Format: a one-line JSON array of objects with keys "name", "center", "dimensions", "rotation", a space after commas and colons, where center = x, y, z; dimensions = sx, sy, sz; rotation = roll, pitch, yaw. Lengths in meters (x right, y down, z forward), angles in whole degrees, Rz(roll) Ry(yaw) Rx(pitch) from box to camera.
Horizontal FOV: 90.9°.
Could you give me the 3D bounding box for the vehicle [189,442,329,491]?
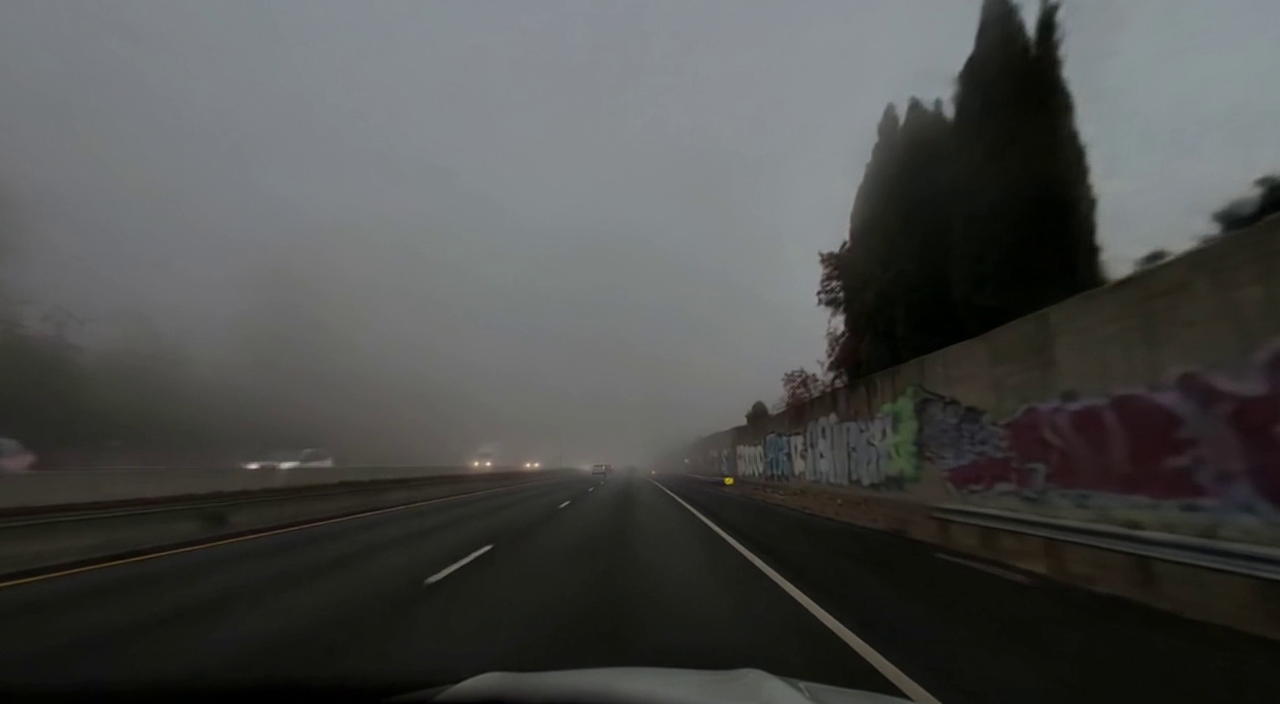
[{"name": "vehicle", "center": [-13.212, 4.045, 22.262], "dimensions": [2.015, 1.496, 4.666], "rotation": [1, -10, 0]}]
